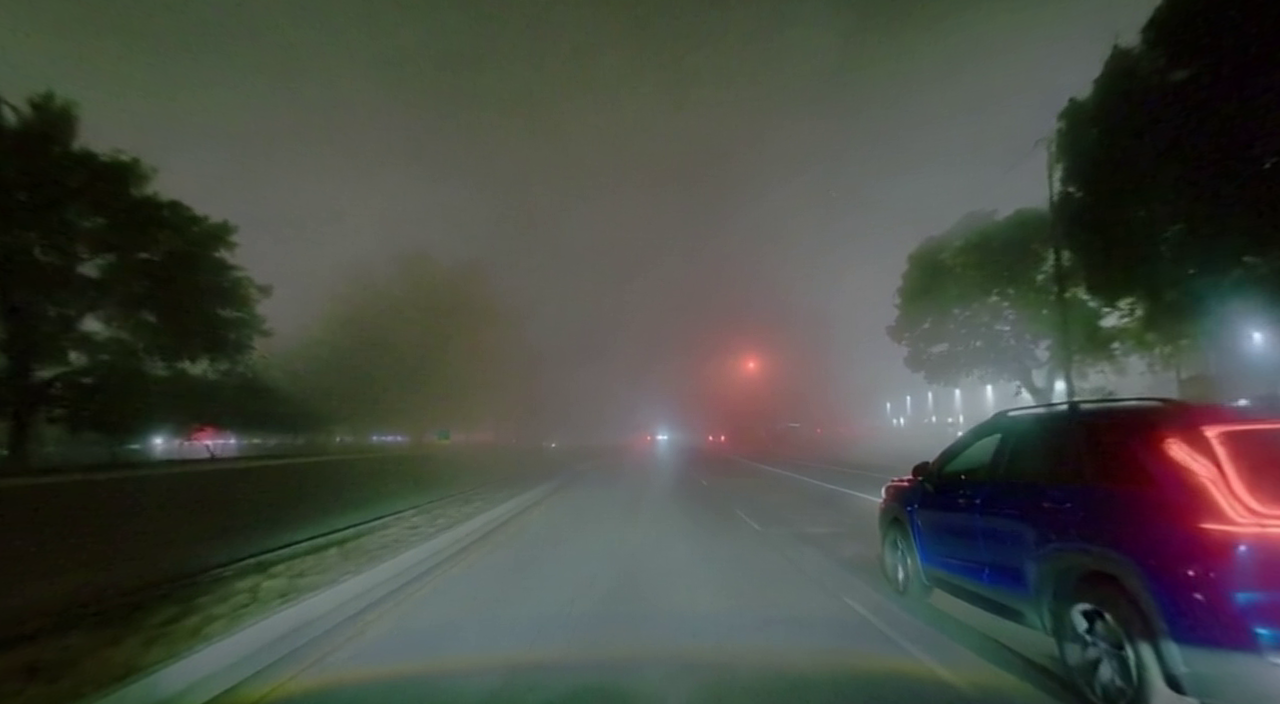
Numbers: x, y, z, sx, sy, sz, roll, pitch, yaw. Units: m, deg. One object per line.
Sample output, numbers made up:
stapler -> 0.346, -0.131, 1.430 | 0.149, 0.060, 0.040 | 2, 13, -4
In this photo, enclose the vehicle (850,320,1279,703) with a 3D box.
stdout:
vehicle -> 3.130, 1.029, 4.055 | 2.060, 1.665, 4.284 | 0, -8, 0
